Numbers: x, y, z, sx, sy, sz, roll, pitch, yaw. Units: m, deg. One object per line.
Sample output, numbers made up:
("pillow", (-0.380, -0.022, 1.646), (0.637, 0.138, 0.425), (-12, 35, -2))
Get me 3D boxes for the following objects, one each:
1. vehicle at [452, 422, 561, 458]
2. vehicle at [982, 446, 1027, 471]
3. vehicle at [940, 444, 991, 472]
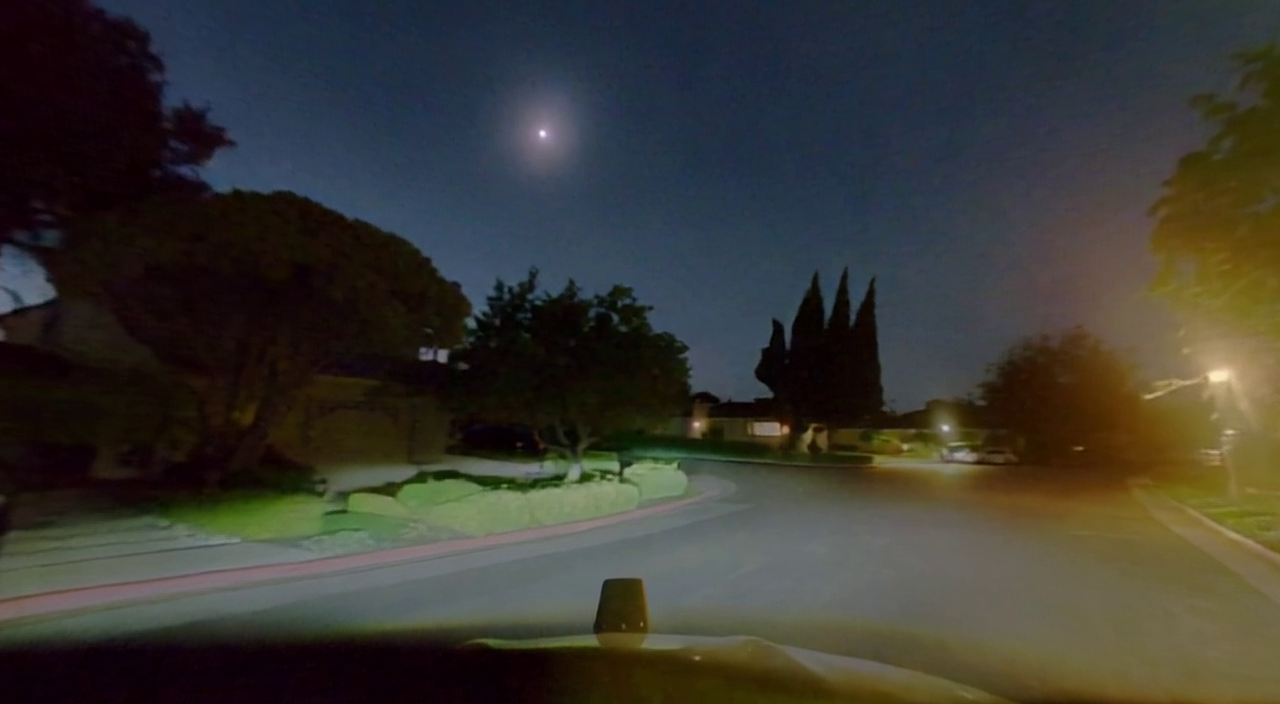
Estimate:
("vehicle", (-6.365, 4.307, 30.613), (1.791, 1.517, 5.089), (-10, -13, 39))
("vehicle", (28.156, 8.197, 48.619), (2.058, 1.749, 4.560), (-10, -13, 40))
("vehicle", (22.268, 7.209, 43.026), (2.180, 1.752, 4.700), (-9, -12, 36))
